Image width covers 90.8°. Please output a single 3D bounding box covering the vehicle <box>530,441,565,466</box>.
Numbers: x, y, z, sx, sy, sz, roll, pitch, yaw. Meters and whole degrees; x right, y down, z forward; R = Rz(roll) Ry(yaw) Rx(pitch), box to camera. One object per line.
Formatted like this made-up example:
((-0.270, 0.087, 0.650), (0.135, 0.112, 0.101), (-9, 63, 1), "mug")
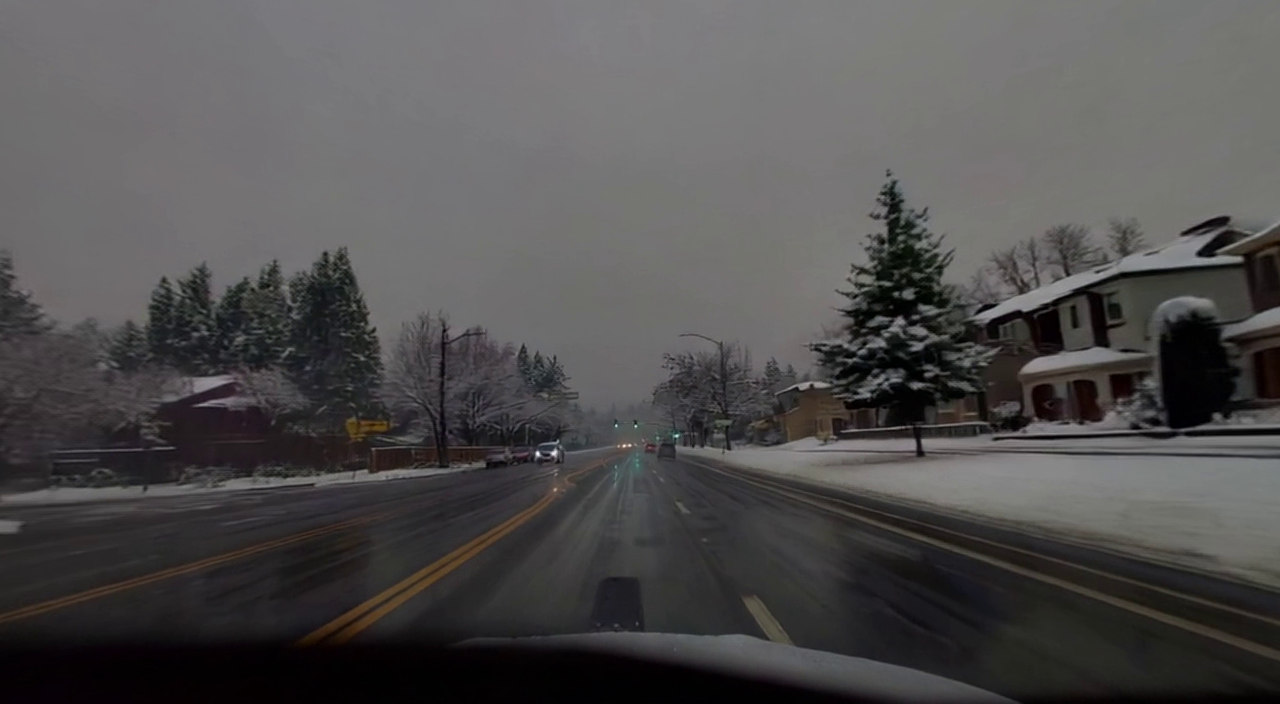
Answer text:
((-7.109, 7.894, 49.088), (2.054, 1.814, 4.543), (0, -9, 0), "vehicle")
